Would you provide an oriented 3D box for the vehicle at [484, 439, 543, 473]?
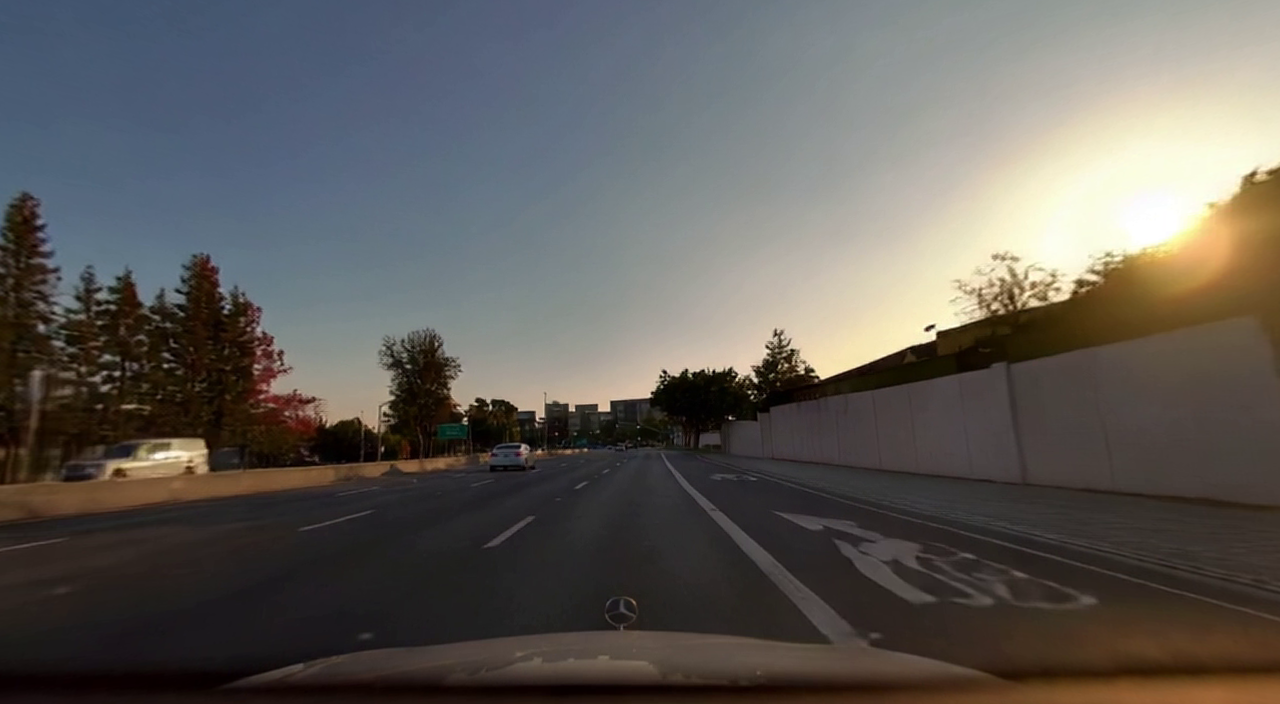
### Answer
[{"bbox_3d":[-6.788,5.632,34.540,2.115,1.711,4.722,0,-8,2],"label":"vehicle"}]

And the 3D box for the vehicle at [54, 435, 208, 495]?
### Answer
[{"bbox_3d":[-26.390,5.827,33.270,2.284,2.792,6.858,0,-8,1],"label":"vehicle"}]
